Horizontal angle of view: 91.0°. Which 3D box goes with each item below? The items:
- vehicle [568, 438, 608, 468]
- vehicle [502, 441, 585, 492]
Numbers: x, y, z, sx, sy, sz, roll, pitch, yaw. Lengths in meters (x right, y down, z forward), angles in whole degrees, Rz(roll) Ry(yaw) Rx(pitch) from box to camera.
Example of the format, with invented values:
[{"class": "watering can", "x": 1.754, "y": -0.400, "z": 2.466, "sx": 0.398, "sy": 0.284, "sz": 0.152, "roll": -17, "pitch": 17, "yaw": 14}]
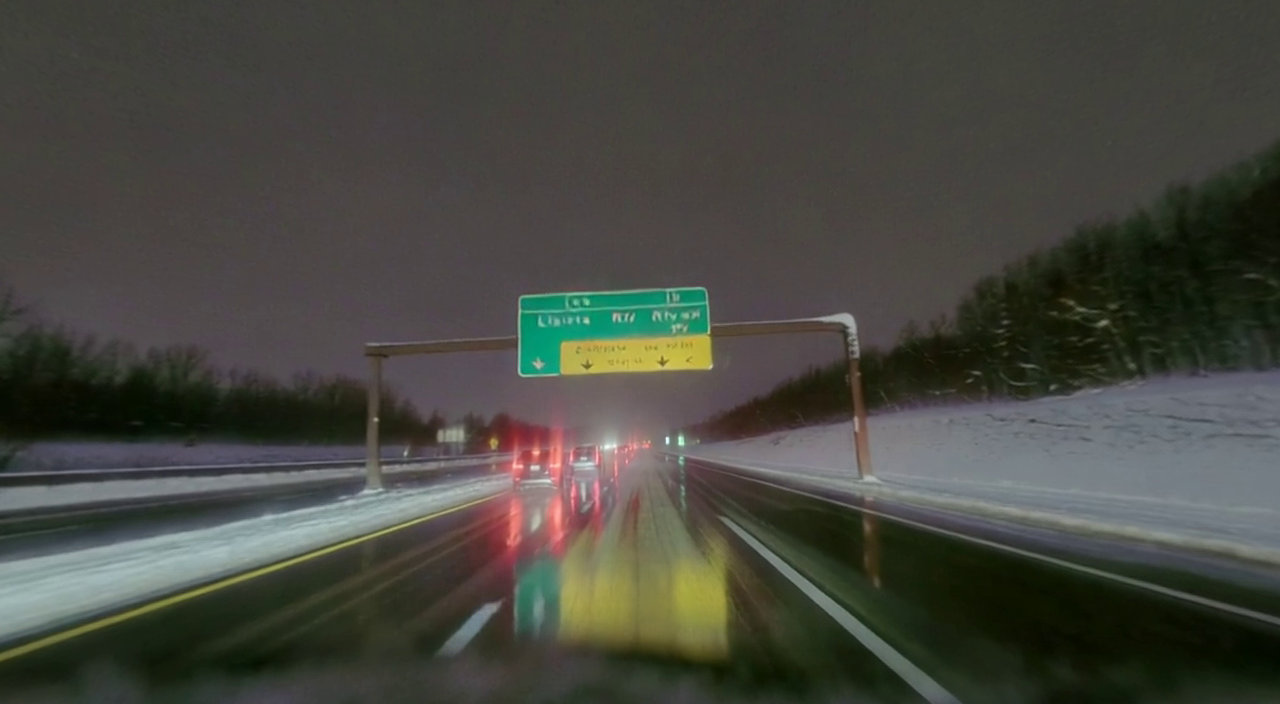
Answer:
[{"class": "vehicle", "x": -3.345, "y": 6.625, "z": 41.306, "sx": 2.177, "sy": 1.852, "sz": 4.427, "roll": 0, "pitch": -9, "yaw": 1}, {"class": "vehicle", "x": -3.163, "y": 3.892, "z": 21.729, "sx": 2.044, "sy": 1.527, "sz": 4.607, "roll": 0, "pitch": -9, "yaw": 1}]
